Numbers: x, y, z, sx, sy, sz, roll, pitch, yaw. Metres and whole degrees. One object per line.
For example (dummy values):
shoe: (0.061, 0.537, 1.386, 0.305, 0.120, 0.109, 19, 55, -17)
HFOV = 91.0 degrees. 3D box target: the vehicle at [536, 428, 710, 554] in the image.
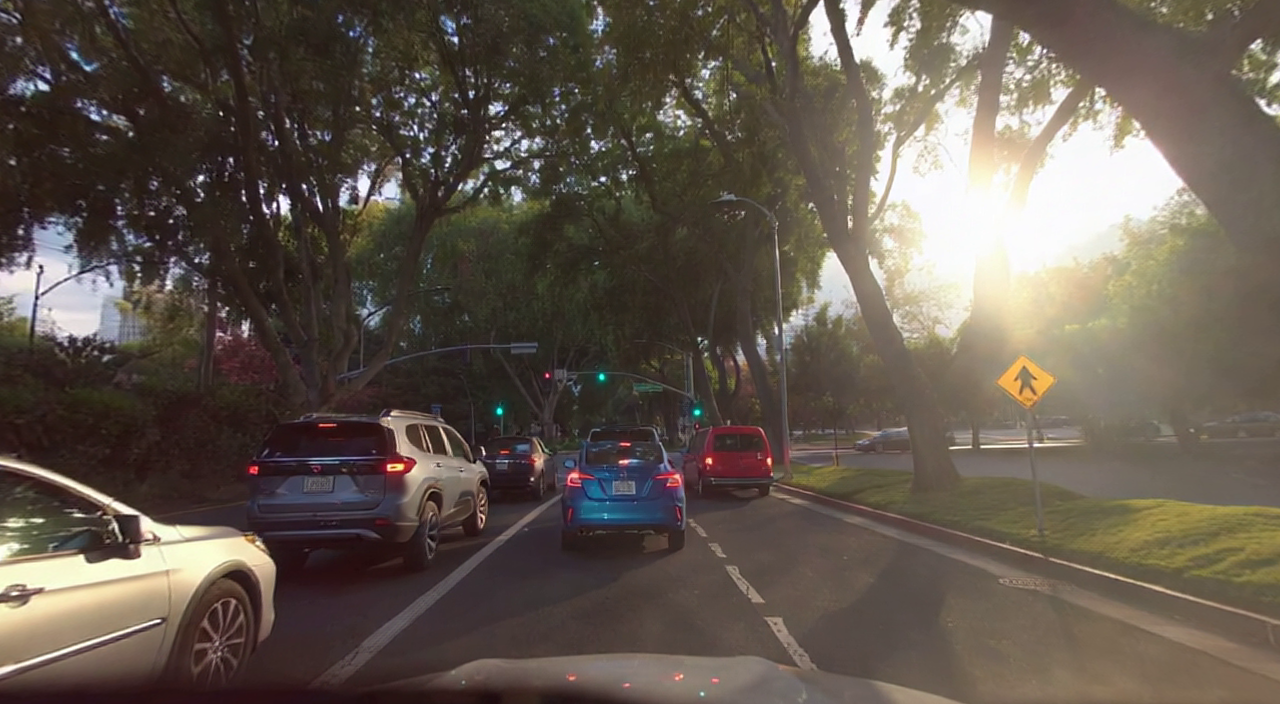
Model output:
vehicle: (-0.252, 1.916, 9.352, 2.025, 1.453, 3.848, 0, -8, -2)

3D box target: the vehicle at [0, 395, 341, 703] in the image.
vehicle: (-2.925, 0.839, 1.616, 1.974, 1.484, 4.716, 0, -8, 0)

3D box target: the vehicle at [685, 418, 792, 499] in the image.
vehicle: (2.446, 2.809, 16.880, 2.059, 1.864, 4.541, 0, -8, -1)

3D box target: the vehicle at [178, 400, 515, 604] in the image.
vehicle: (-2.899, 1.574, 7.446, 1.964, 1.712, 4.097, 0, -8, 0)

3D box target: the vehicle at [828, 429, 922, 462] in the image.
vehicle: (11.379, 4.558, 30.694, 3.883, 1.534, 1.779, 0, -8, 2)
